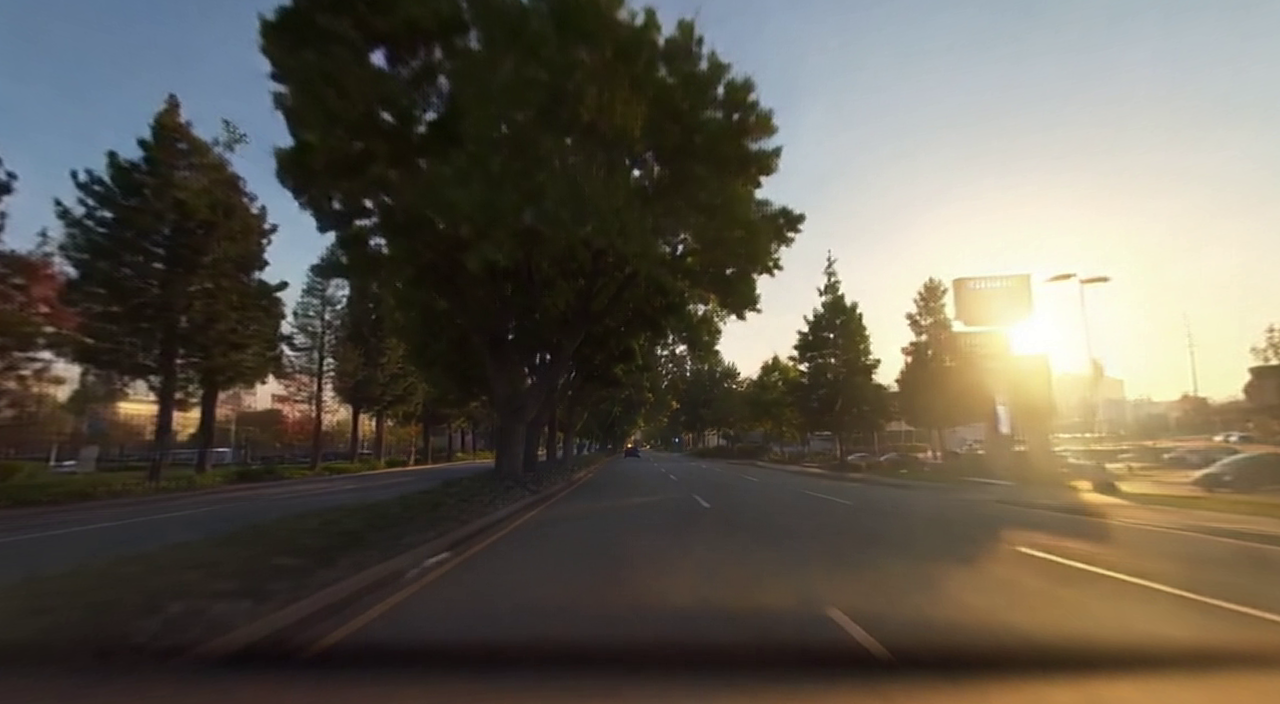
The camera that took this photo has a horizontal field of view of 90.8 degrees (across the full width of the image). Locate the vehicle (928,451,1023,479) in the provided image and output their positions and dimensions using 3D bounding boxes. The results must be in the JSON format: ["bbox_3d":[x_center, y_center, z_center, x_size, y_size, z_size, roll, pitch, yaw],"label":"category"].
[{"bbox_3d":[19.802,6.721,37.410,4.403,1.436,1.918,-2,-13,1],"label":"vehicle"}]

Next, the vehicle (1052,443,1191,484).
[{"bbox_3d":[20.027,4.630,26.427,4.222,1.610,1.948,0,-9,-2],"label":"vehicle"}]

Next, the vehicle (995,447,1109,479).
[{"bbox_3d":[20.488,5.529,31.555,4.267,1.512,1.966,0,-9,0],"label":"vehicle"}]

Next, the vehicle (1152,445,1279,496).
[{"bbox_3d":[20.356,3.962,21.289,4.407,1.616,1.929,0,-9,2],"label":"vehicle"}]
